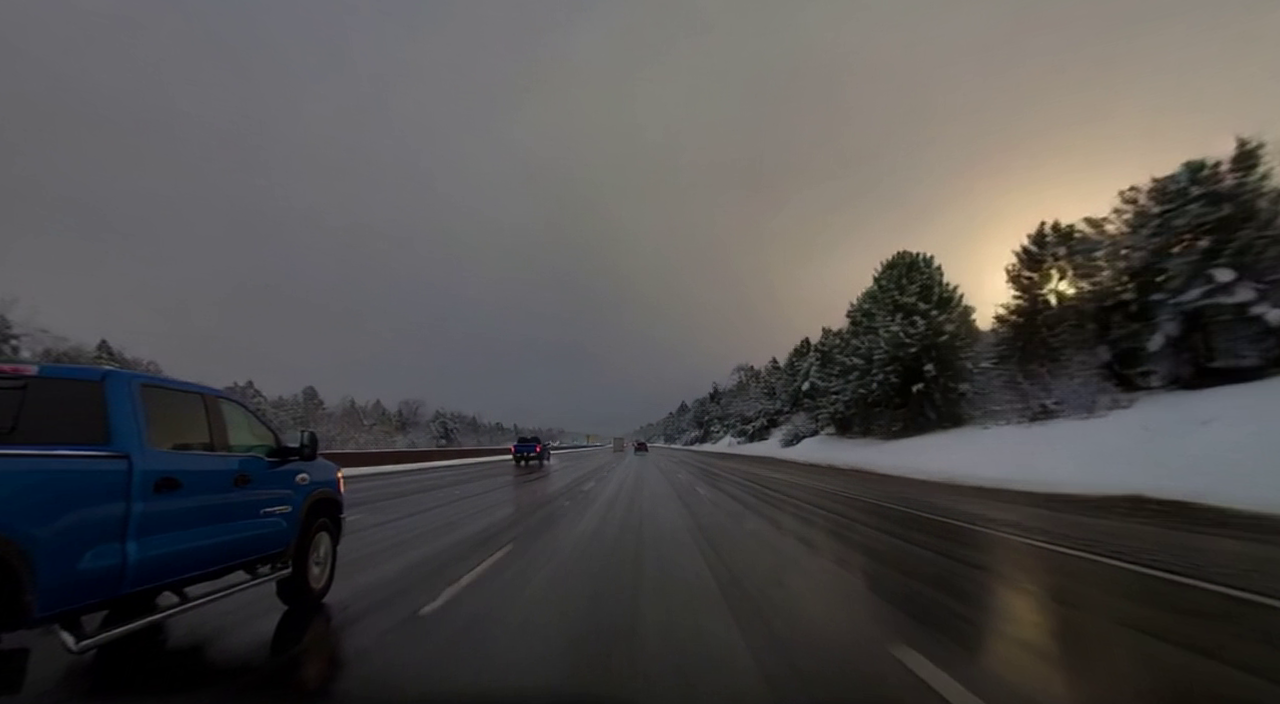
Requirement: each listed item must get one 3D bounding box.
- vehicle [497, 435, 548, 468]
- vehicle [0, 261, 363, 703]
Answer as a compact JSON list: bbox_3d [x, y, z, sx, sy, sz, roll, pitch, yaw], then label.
[{"bbox_3d":[-7.398,6.340,40.224,2.260,1.917,5.499,0,-9,0],"label":"vehicle"},{"bbox_3d":[-3.753,0.664,2.664,2.339,2.004,6.171,0,-9,0],"label":"vehicle"}]
